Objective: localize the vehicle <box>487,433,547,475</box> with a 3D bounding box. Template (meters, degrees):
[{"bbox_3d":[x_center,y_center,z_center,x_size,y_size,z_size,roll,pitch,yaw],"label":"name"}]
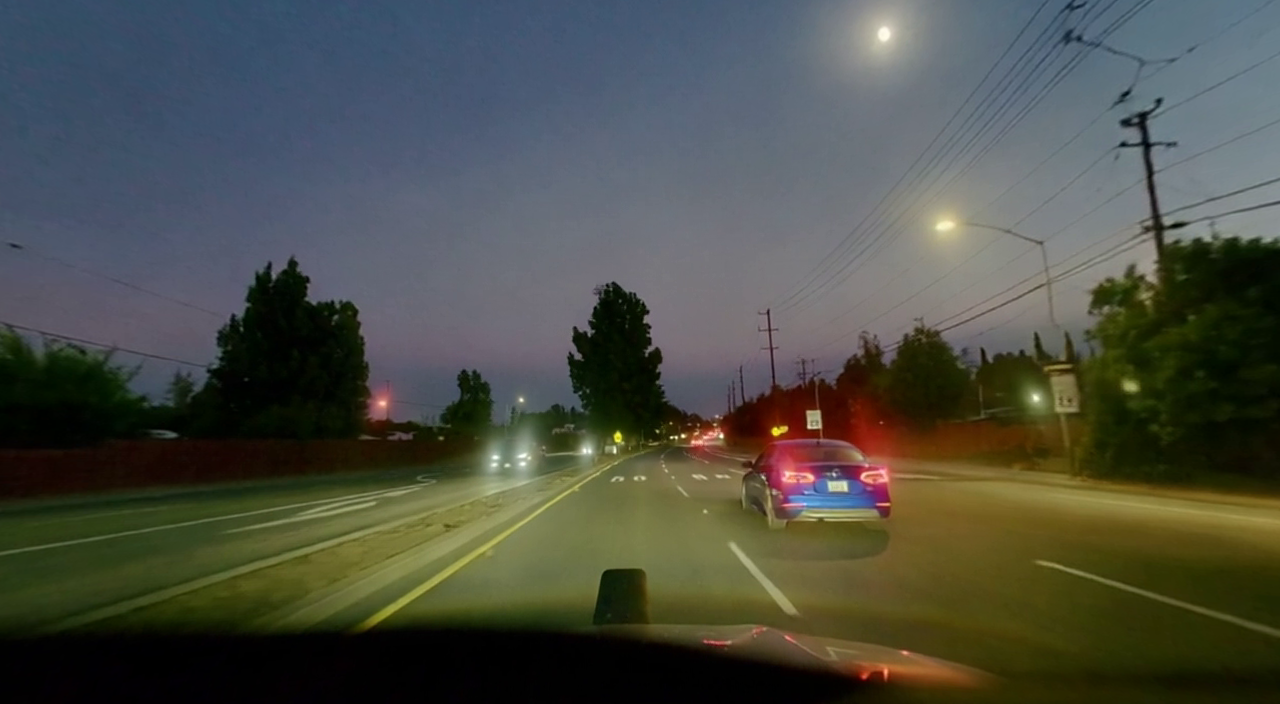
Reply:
[{"bbox_3d":[-5.901,4.935,30.702,1.983,1.882,4.281,0,-8,1],"label":"vehicle"}]

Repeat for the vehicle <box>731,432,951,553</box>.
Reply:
[{"bbox_3d":[2.802,2.045,9.970,2.063,1.481,4.247,0,-8,0],"label":"vehicle"}]
